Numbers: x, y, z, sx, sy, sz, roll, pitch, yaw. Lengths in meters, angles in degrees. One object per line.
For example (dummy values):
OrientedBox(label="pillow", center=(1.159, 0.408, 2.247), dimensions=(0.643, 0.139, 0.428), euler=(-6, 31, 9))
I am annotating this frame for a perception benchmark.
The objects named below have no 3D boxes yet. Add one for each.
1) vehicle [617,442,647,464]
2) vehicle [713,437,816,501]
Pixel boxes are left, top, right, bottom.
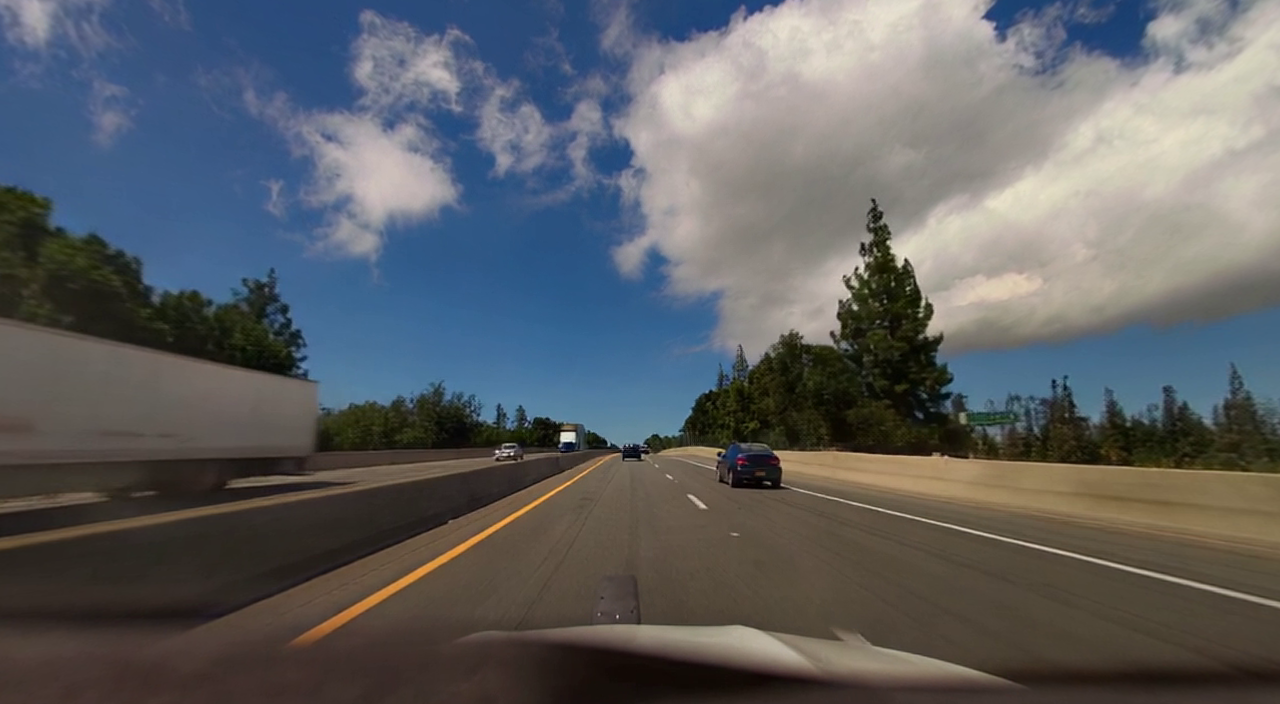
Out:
OrientedBox(label="vehicle", center=(-0.610, 7.697, 48.258), dimensions=(2.178, 1.559, 4.254), euler=(-1, -8, -1))
OrientedBox(label="vehicle", center=(3.321, 3.187, 17.602), dimensions=(2.146, 1.546, 3.796), euler=(-1, -8, 1))
